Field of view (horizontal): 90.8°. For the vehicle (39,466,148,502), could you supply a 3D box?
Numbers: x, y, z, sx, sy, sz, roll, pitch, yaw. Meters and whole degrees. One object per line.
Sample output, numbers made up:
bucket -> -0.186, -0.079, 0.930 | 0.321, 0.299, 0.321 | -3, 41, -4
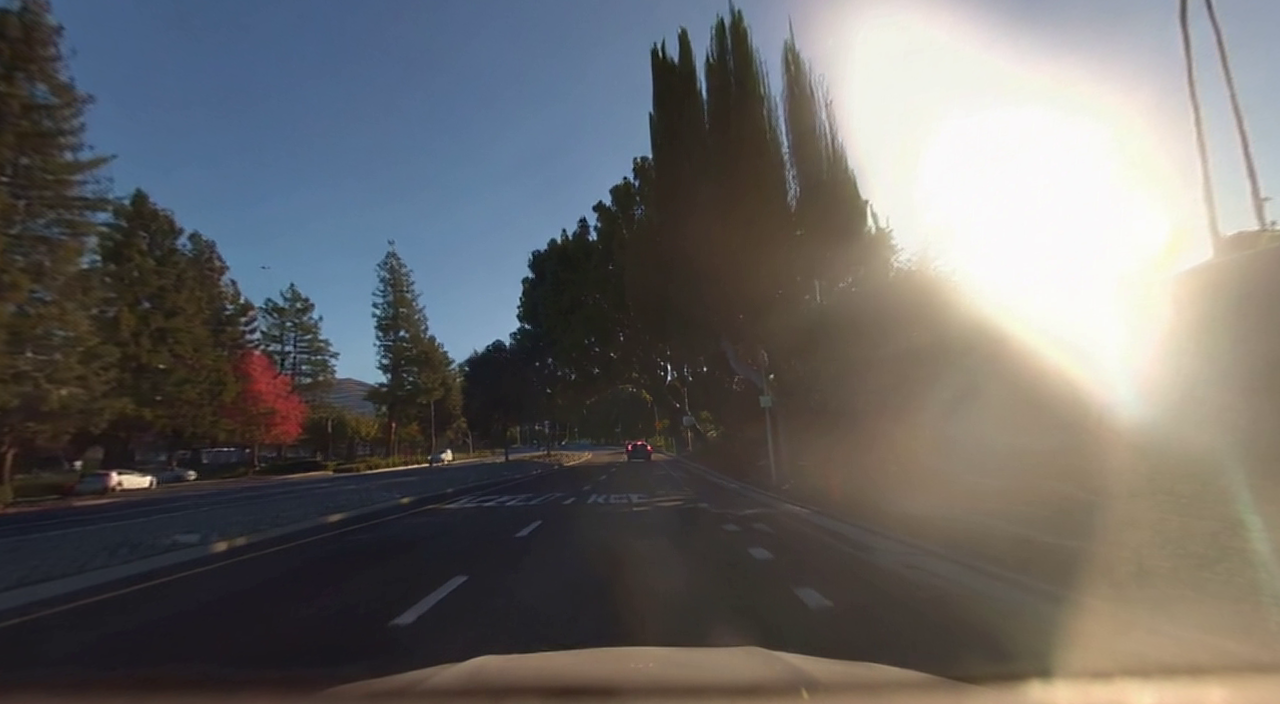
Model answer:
vehicle -> -29.766, 7.169, 34.633 | 1.949, 1.702, 4.593 | 1, -8, -3

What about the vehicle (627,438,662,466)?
vehicle -> 0.235, 6.228, 39.469 | 2.045, 1.613, 4.210 | 0, -8, -1
